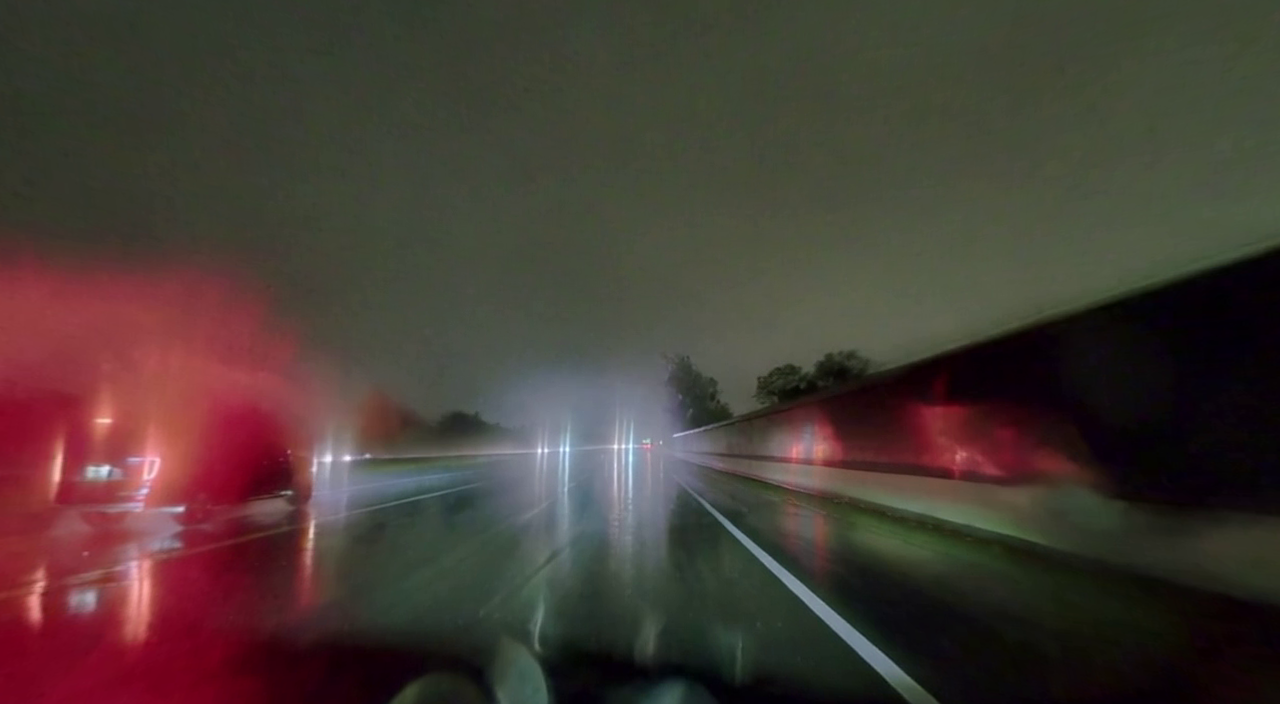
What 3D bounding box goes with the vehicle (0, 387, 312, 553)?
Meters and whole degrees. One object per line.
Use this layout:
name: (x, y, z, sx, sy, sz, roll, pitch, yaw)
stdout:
vehicle: (-7.666, 1.755, 9.990, 2.163, 1.947, 4.959, 0, -9, 0)
